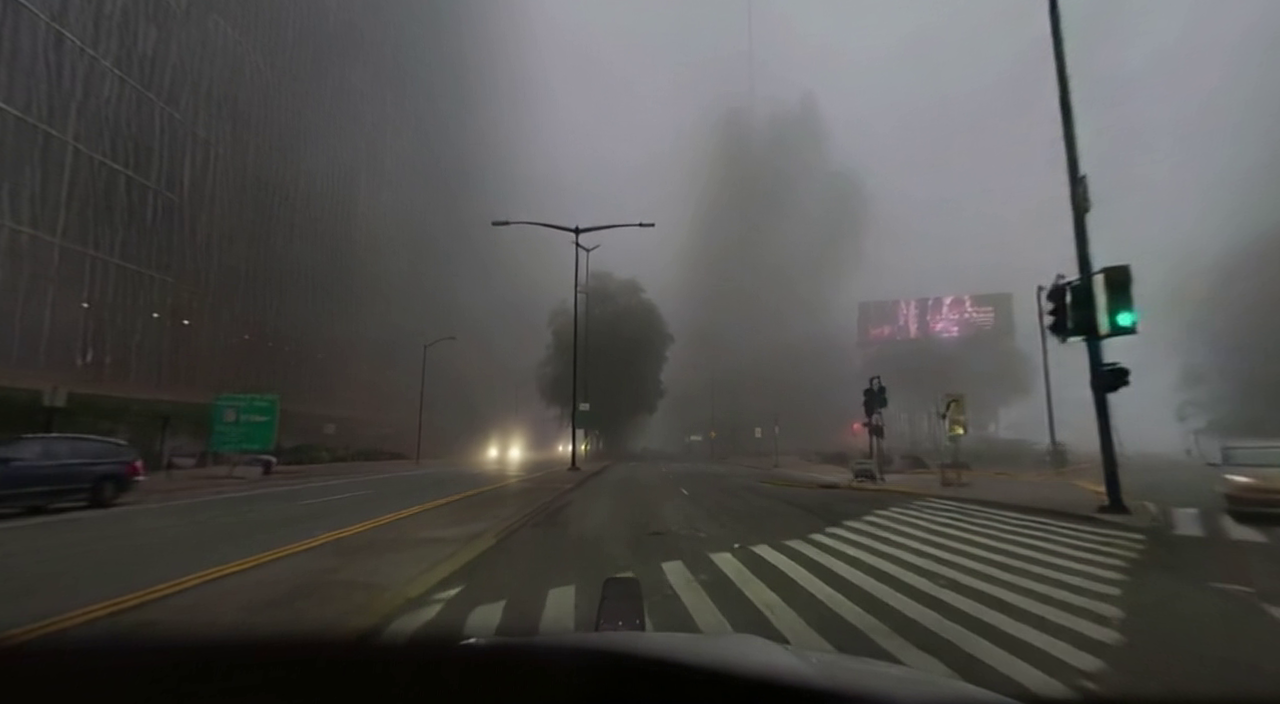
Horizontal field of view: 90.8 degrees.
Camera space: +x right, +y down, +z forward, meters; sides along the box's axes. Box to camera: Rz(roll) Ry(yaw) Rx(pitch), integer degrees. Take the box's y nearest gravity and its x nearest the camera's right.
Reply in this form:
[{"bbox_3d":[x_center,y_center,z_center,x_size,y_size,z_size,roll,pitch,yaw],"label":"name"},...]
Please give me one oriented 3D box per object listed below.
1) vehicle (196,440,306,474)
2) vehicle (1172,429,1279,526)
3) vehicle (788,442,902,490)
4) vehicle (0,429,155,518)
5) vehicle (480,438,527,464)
[{"bbox_3d":[-18.255,4.913,29.941,2.448,1.407,4.308,-1,-7,0],"label":"vehicle"},{"bbox_3d":[11.990,2.267,11.970,2.023,1.527,5.016,-5,-10,30],"label":"vehicle"},{"bbox_3d":[6.902,3.878,21.887,2.675,1.452,4.213,0,-8,3],"label":"vehicle"},{"bbox_3d":[-13.553,2.614,13.984,1.979,1.727,4.489,0,-8,1],"label":"vehicle"},{"bbox_3d":[-8.619,6.274,40.247,1.905,1.533,4.419,0,-8,1],"label":"vehicle"}]
